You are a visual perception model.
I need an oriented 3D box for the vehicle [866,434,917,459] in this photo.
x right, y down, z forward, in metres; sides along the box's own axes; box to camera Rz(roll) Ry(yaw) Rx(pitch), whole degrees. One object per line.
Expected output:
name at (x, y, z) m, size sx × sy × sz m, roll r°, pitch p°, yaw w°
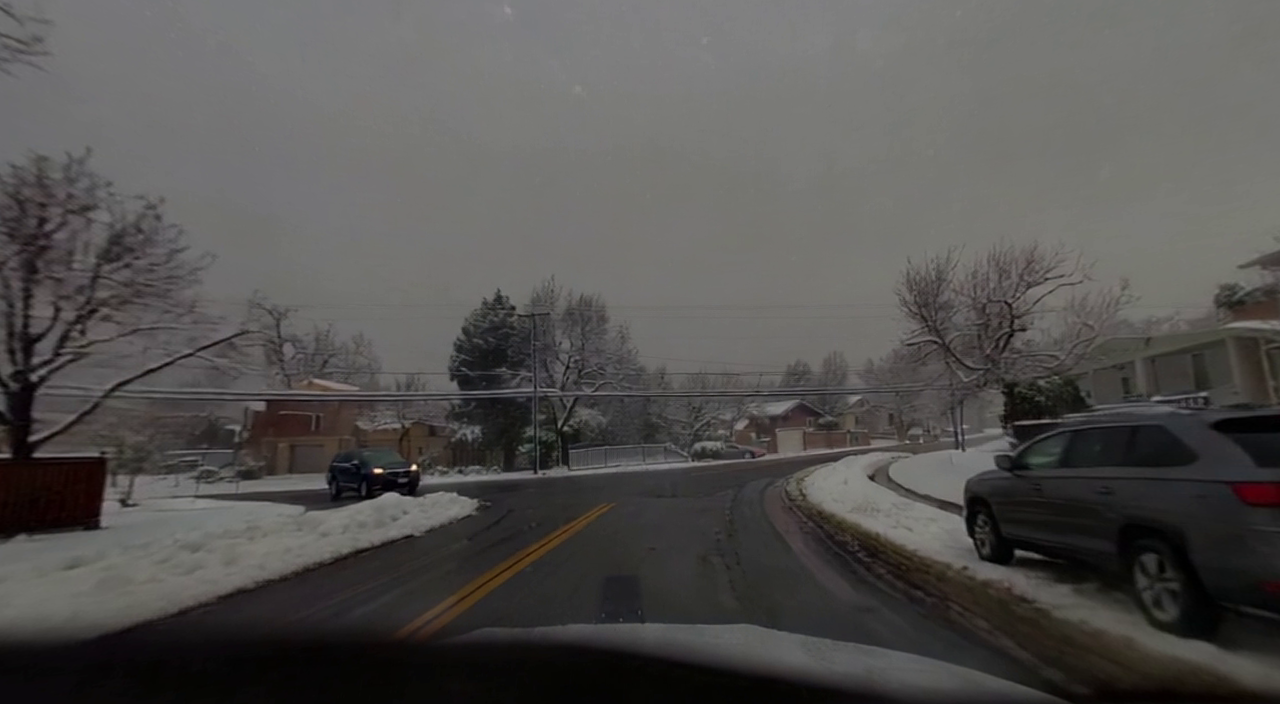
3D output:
vehicle at (17.868, 6.677, 44.737) m, size 2.097 × 1.679 × 4.633 m, roll -7°, pitch -11°, yaw 37°

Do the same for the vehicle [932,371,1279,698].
vehicle at (4.512, 1.264, 5.378) m, size 2.105 × 1.705 × 4.392 m, roll -1°, pitch -9°, yaw 3°

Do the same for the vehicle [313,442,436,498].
vehicle at (-9.017, 3.915, 21.329) m, size 4.270 × 1.683 × 1.984 m, roll -7°, pitch -11°, yaw 39°

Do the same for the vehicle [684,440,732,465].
vehicle at (5.128, 7.582, 47.249) m, size 2.095 × 1.711 × 4.307 m, roll -5°, pitch -12°, yaw 28°
